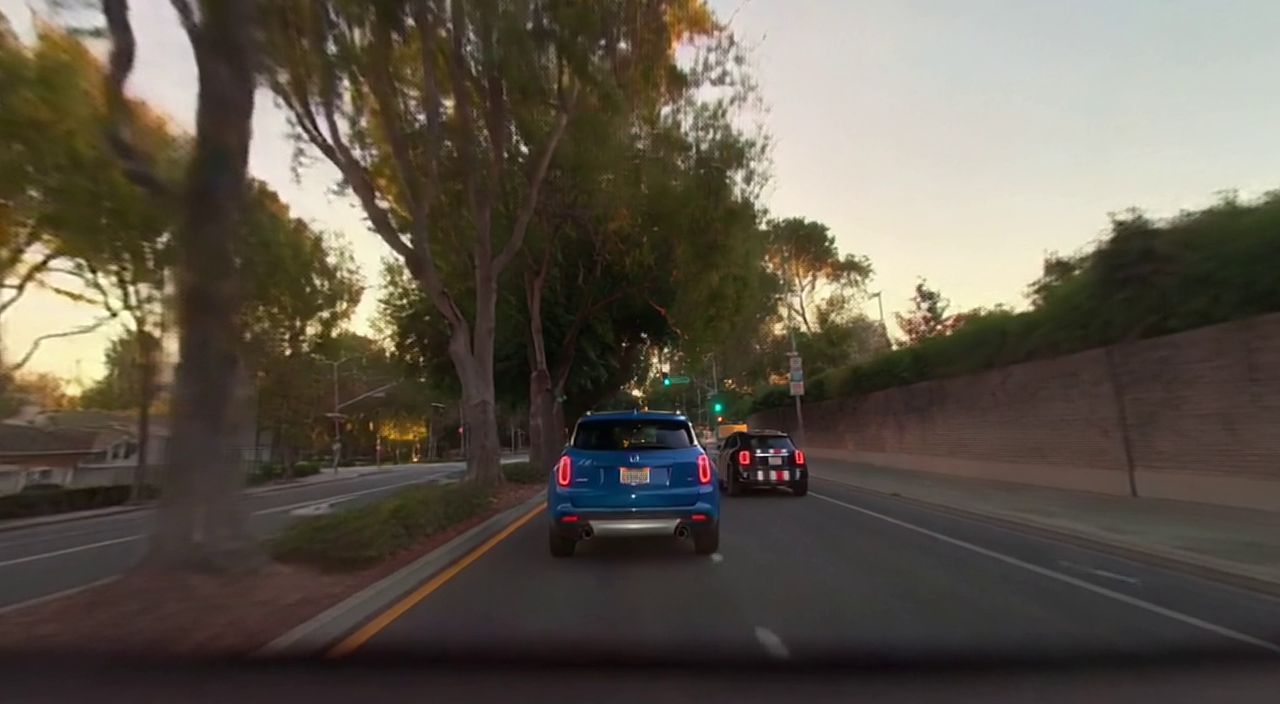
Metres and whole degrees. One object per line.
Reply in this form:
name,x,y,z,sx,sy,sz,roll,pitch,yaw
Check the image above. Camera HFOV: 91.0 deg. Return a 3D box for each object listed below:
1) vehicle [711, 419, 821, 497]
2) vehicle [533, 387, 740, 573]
vehicle,3.056,2.690,16.255,1.840,1.709,4.202,0,-8,-2
vehicle,-0.083,1.468,7.732,1.984,1.777,3.148,0,-8,-2
